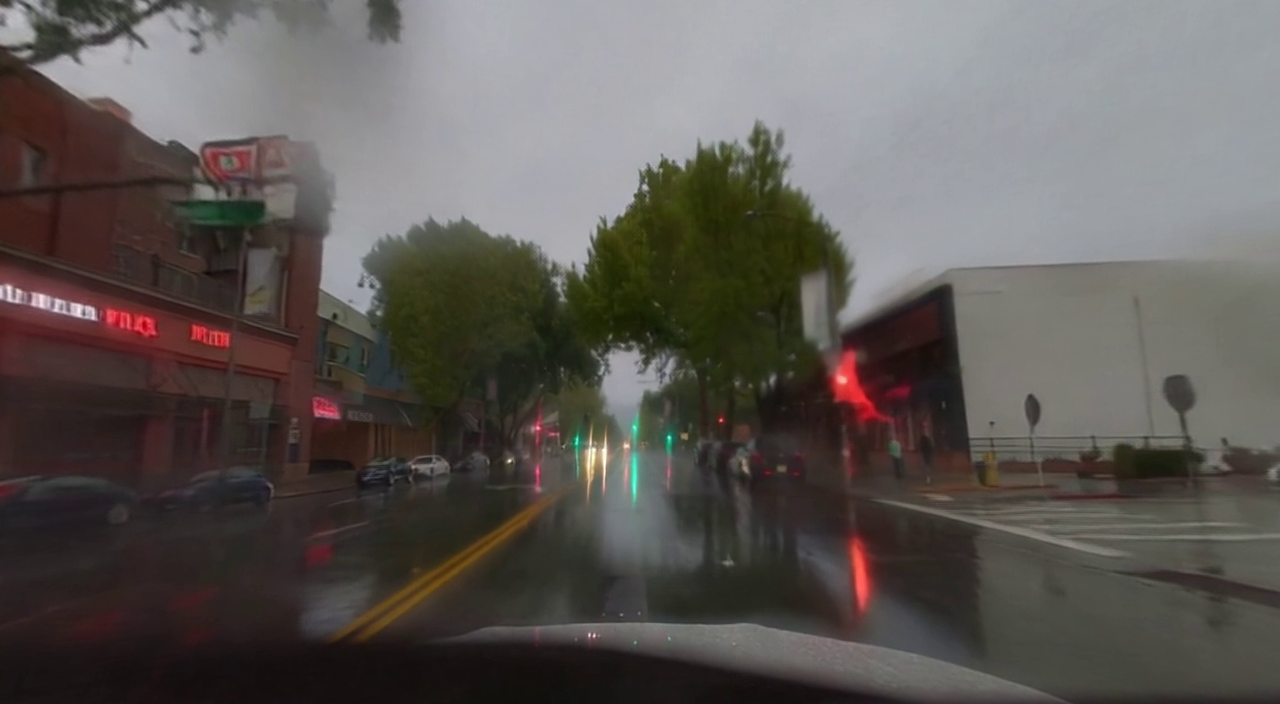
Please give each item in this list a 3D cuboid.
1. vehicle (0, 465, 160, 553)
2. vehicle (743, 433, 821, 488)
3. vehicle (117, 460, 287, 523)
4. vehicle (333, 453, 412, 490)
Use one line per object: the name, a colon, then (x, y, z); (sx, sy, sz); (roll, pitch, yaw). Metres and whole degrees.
vehicle: (-12.587, 3.131, 12.925); (1.945, 1.451, 4.522); (0, -8, 1)
vehicle: (5.628, 4.350, 25.632); (2.010, 1.943, 4.319); (-2, -9, -1)
vehicle: (-12.380, 3.916, 18.288); (1.842, 1.461, 4.371); (0, -8, -2)
vehicle: (-12.385, 5.523, 29.560); (1.804, 1.533, 4.121); (0, -8, 1)
